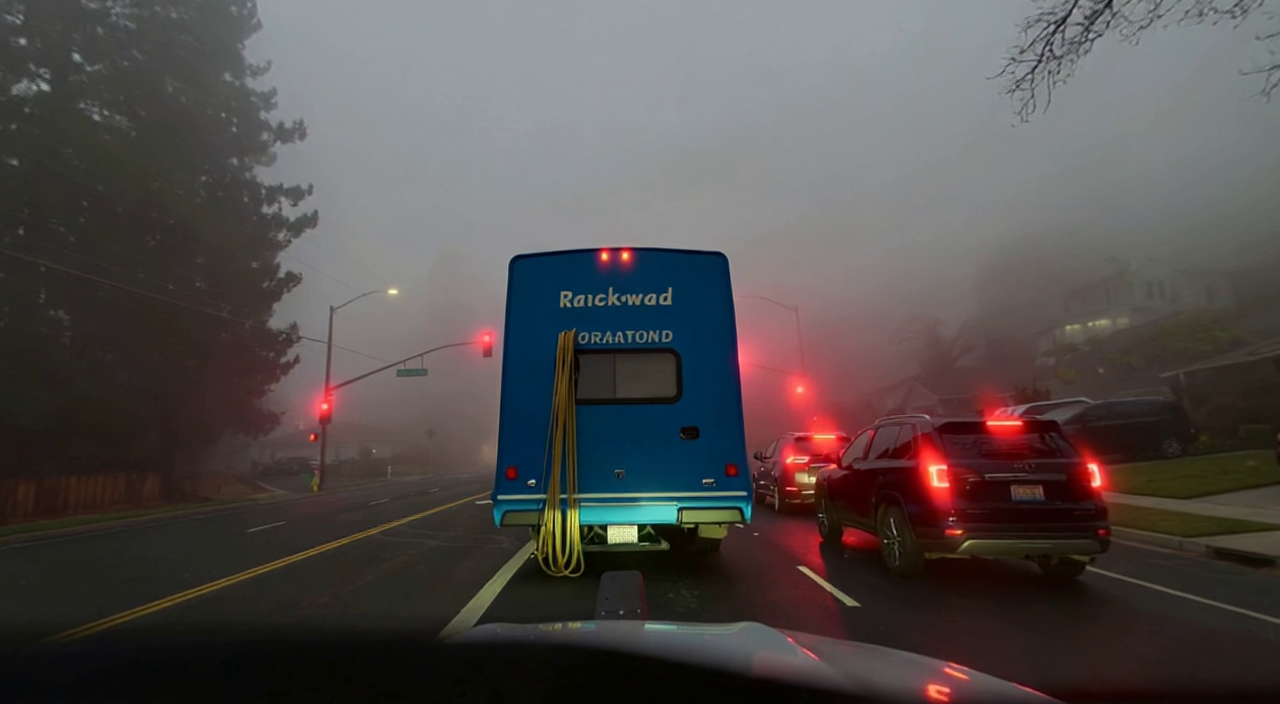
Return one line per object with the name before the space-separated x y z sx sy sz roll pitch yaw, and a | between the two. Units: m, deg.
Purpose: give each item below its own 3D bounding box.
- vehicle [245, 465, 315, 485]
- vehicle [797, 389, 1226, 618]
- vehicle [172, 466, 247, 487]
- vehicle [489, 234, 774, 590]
vehicle | -27.386 9.359 48.151 4.187 1.445 1.809 0 -9 0
vehicle | 3.415 1.491 7.131 2.104 1.735 4.408 0 -9 0
vehicle | -32.628 9.409 47.969 4.311 1.458 1.707 0 -9 -3
vehicle | -0.087 1.129 10.326 2.709 3.511 8.213 0 -9 0
